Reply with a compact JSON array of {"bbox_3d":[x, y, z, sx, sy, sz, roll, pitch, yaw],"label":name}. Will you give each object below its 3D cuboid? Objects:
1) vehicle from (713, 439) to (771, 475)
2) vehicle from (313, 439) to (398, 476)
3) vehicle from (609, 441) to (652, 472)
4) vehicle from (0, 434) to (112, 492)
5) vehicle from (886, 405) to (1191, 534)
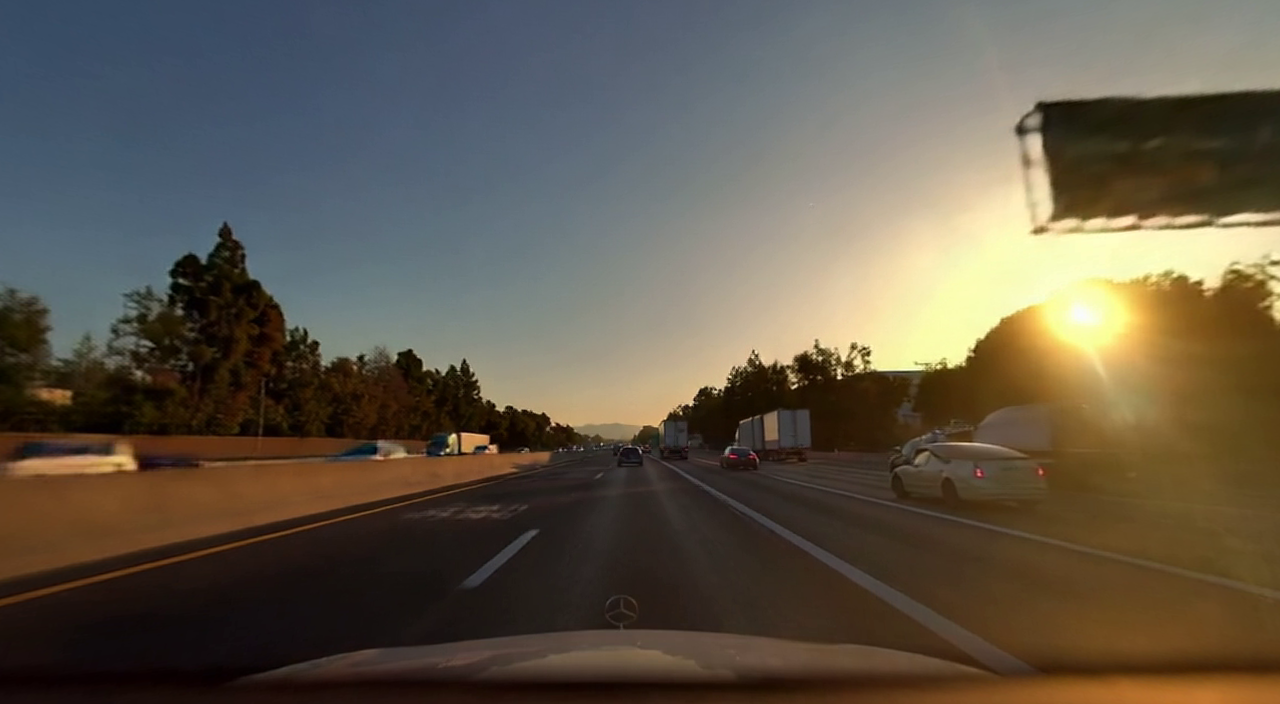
[{"bbox_3d":[5.016,5.245,31.709,2.154,1.658,4.347,0,-9,0],"label":"vehicle"},{"bbox_3d":[-12.452,4.662,27.961,1.841,1.498,4.055,0,-9,0],"label":"vehicle"},{"bbox_3d":[-0.504,5.699,34.501,2.163,1.551,4.180,0,-9,0],"label":"vehicle"},{"bbox_3d":[-20.230,3.491,19.984,2.104,1.695,5.702,0,-9,0],"label":"vehicle"},{"bbox_3d":[7.354,2.272,12.790,2.369,2.007,5.700,0,-9,-1],"label":"vehicle"}]
